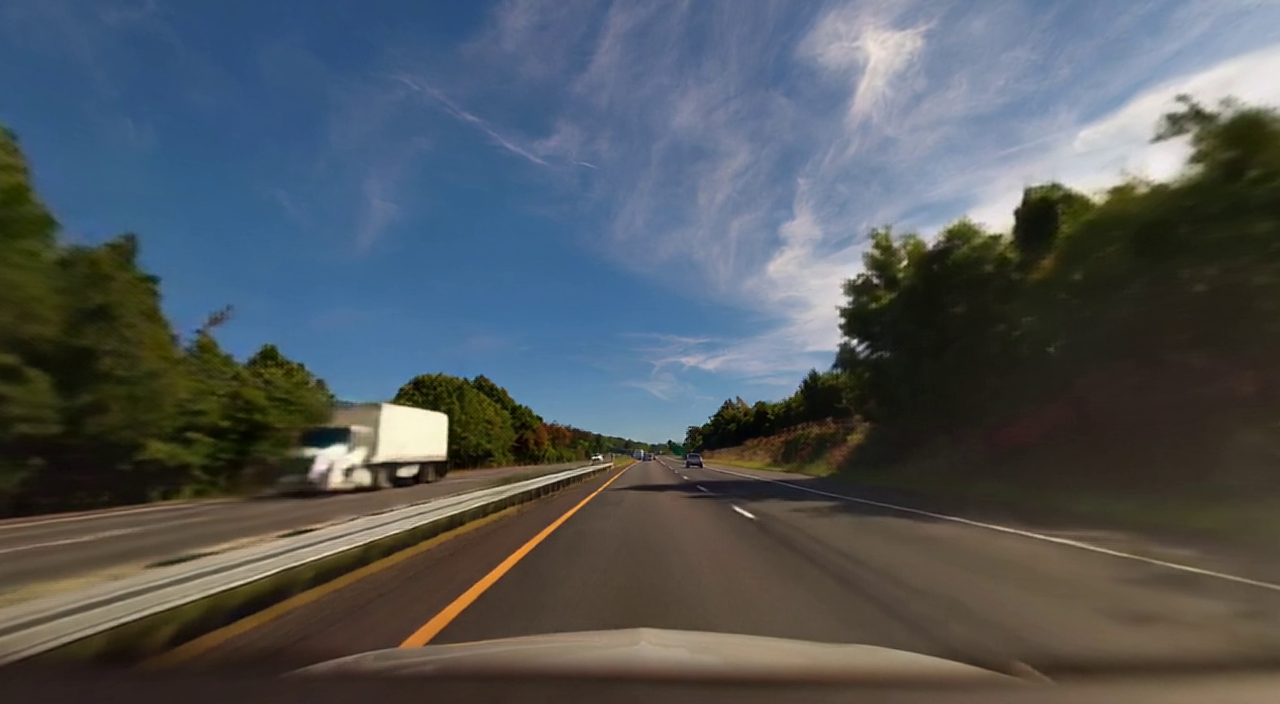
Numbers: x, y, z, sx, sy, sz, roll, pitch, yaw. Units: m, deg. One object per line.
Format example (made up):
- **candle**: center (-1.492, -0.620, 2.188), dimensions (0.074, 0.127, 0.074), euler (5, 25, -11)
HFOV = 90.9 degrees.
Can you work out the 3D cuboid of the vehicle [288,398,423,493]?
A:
- **vehicle**: center (-12.799, 4.325, 29.180), dimensions (2.956, 3.840, 6.896), euler (0, -9, 0)
